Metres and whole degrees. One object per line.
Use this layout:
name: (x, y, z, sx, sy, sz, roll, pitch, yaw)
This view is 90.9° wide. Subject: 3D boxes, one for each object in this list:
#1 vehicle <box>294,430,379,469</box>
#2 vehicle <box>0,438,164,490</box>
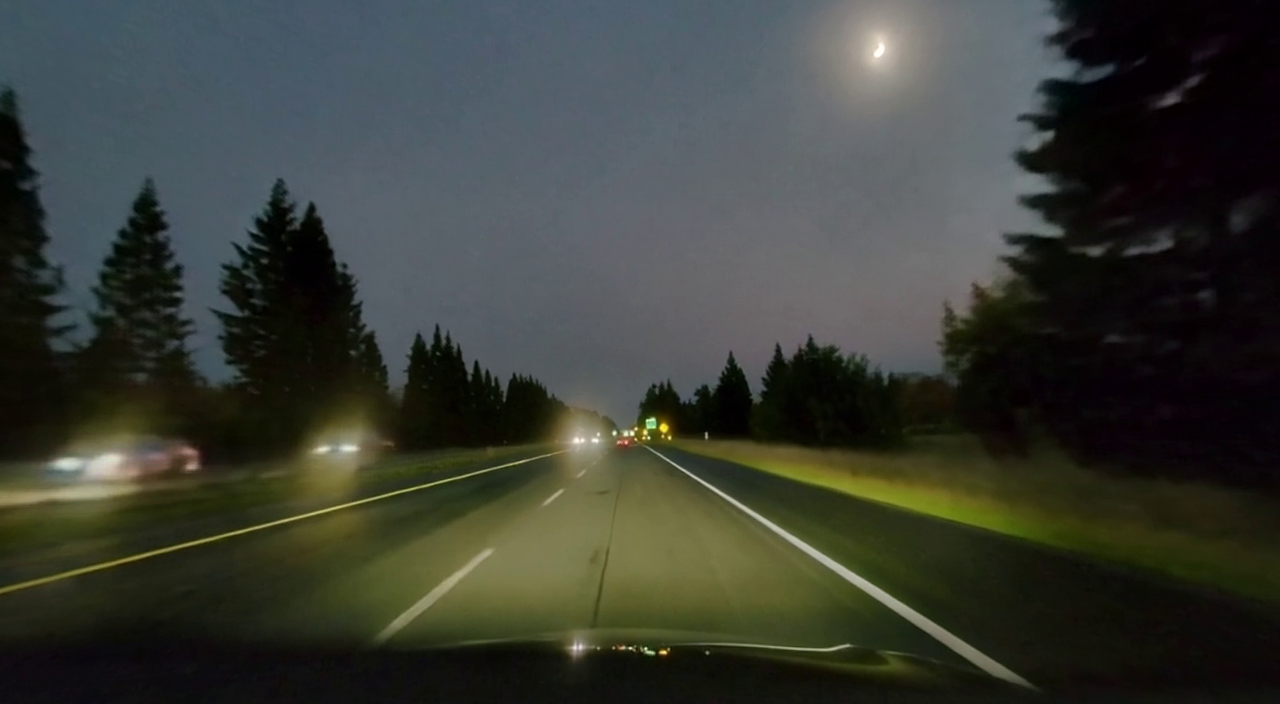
vehicle: (-13.513, 4.335, 28.373, 1.743, 1.614, 4.194, 0, -8, -1)
vehicle: (-17.421, 3.456, 19.870, 1.820, 1.454, 3.904, 0, -8, -1)
